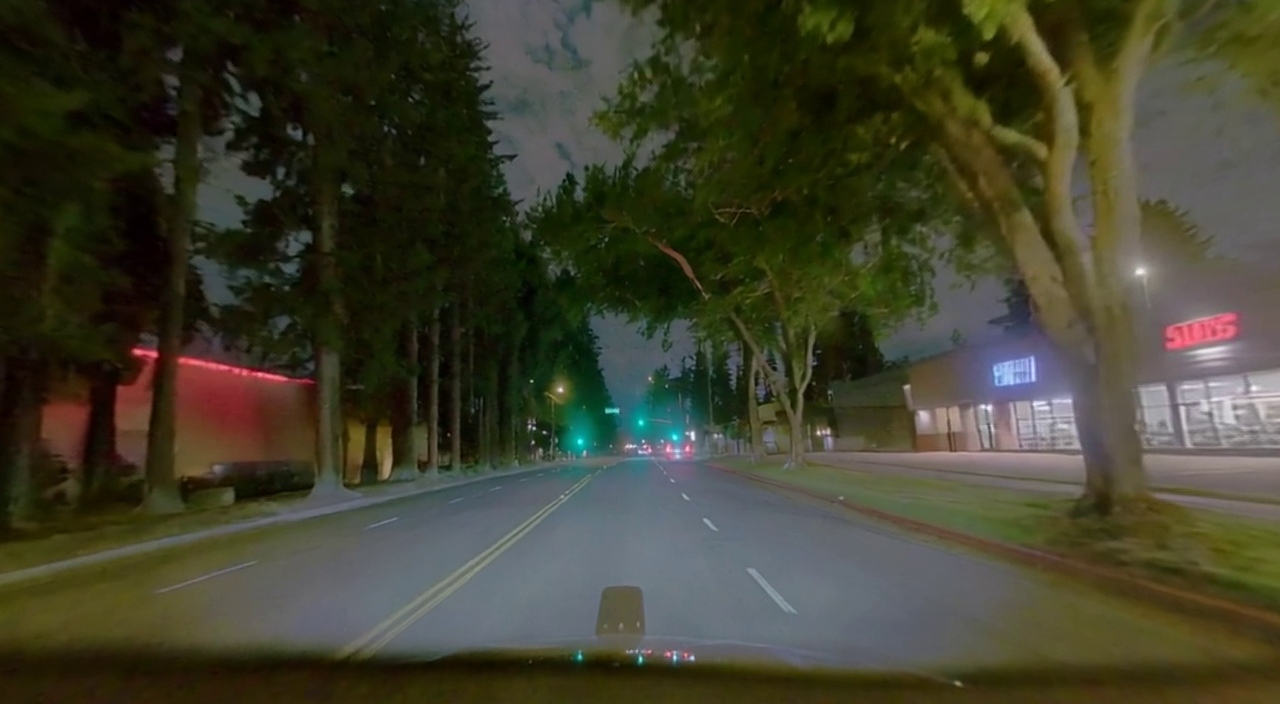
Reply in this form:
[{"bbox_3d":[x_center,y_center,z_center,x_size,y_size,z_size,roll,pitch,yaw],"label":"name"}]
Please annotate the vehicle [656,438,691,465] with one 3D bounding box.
[{"bbox_3d":[2.567,7.851,49.907,2.268,1.954,5.213,0,-9,-2],"label":"vehicle"}]
